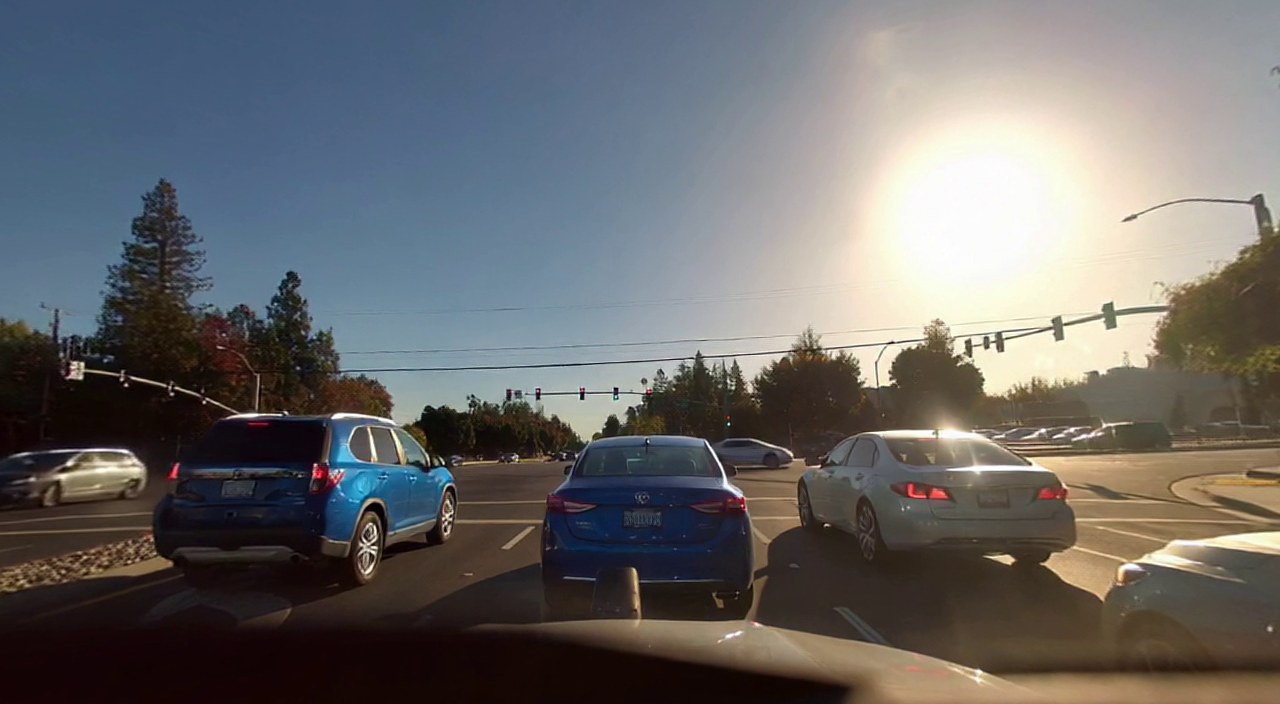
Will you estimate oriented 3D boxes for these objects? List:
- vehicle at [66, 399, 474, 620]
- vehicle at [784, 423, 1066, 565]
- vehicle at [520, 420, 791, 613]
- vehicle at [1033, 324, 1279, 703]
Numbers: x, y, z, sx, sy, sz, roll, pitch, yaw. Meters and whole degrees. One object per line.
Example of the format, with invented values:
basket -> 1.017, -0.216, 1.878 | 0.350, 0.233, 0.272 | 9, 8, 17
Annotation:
vehicle -> -3.417, 1.535, 7.059 | 1.958, 1.693, 4.242 | 0, -9, 0
vehicle -> 3.533, 1.841, 8.956 | 1.874, 1.487, 4.404 | 0, -9, -1
vehicle -> 0.062, 1.592, 7.023 | 2.114, 1.482, 4.056 | 0, -9, -2
vehicle -> 3.231, 0.618, 1.174 | 2.178, 1.691, 4.314 | 0, -9, 0
